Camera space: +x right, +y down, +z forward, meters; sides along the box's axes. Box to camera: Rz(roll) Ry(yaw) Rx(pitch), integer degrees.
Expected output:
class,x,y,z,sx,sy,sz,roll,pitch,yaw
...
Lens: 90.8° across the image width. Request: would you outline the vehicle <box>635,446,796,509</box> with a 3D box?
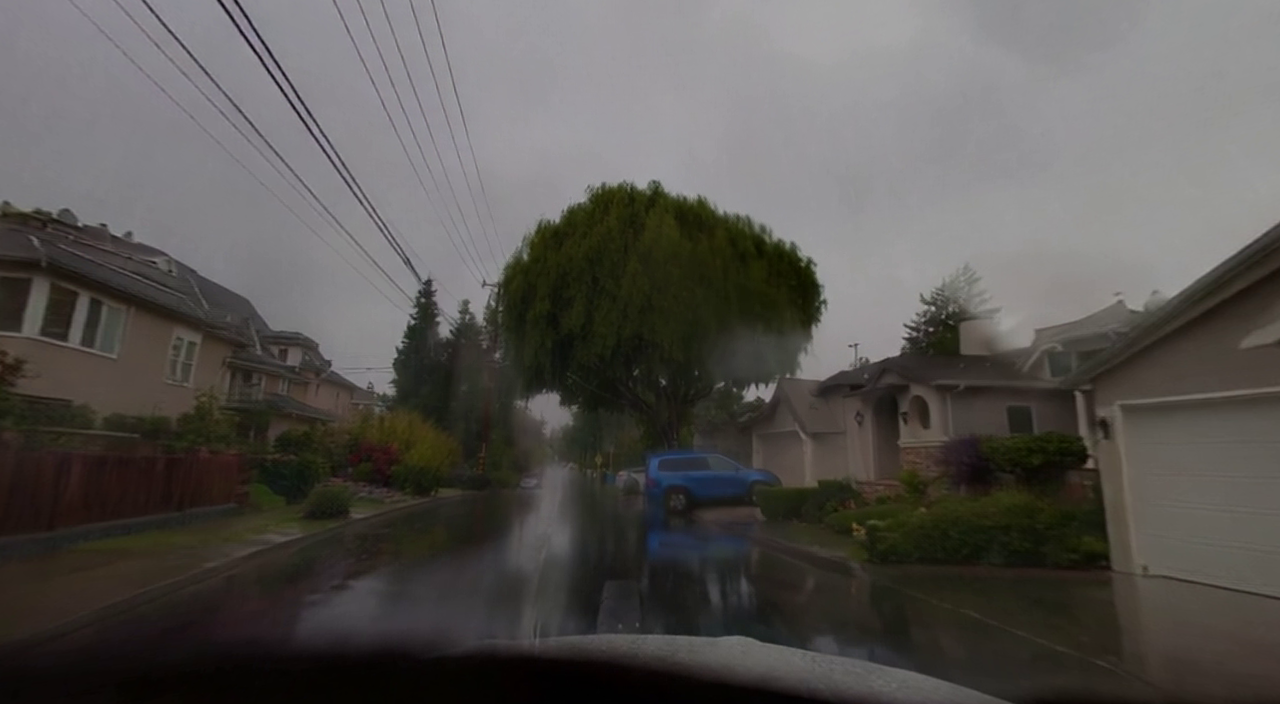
class,x,y,z,sx,sy,sz,roll,pitch,yaw
vehicle,2.194,3.690,18.962,4.413,1.728,1.869,1,-8,-10
